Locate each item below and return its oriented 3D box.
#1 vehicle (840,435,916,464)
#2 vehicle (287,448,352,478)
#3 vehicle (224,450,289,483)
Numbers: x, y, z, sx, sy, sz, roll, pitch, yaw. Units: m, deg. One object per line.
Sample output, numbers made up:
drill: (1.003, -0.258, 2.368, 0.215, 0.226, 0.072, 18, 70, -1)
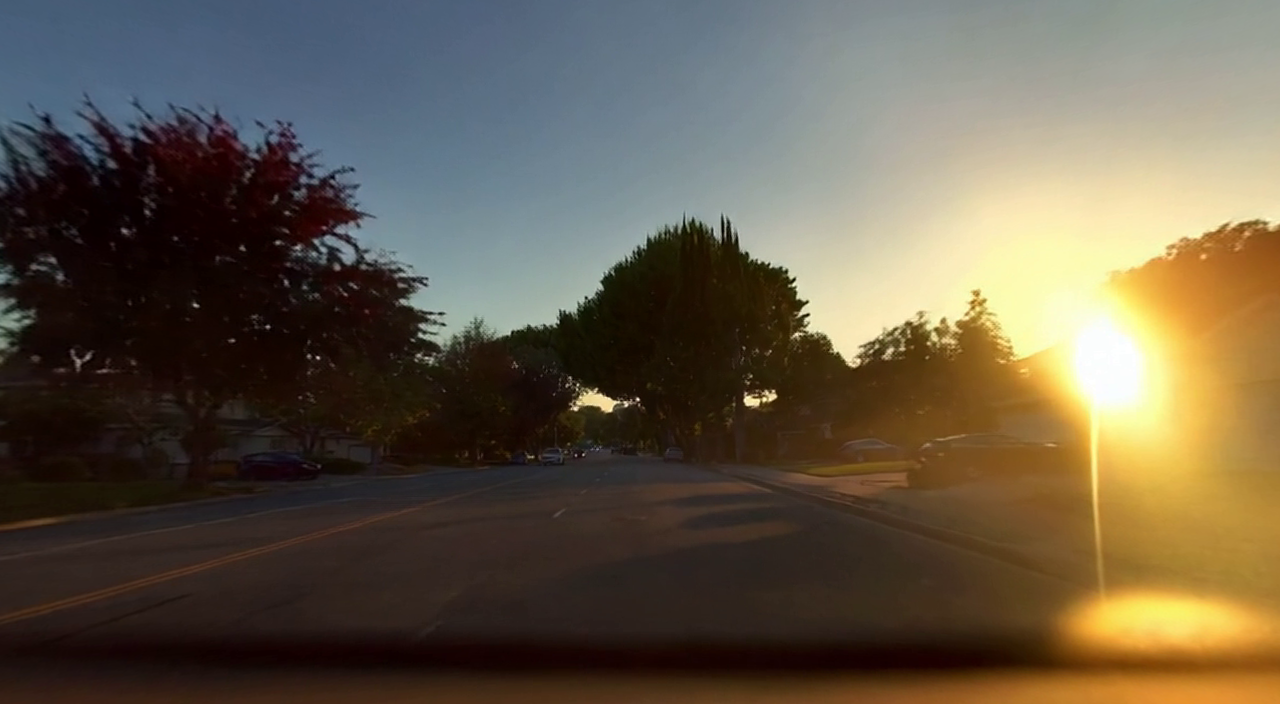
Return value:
vehicle: (15.216, 6.256, 40.328, 4.362, 1.702, 2.333, 7, -12, -33)
vehicle: (-22.968, 7.861, 45.201, 5.429, 1.949, 2.437, -9, -12, 44)
vehicle: (-22.628, 6.661, 37.228, 2.253, 1.768, 4.266, 7, -12, -43)
